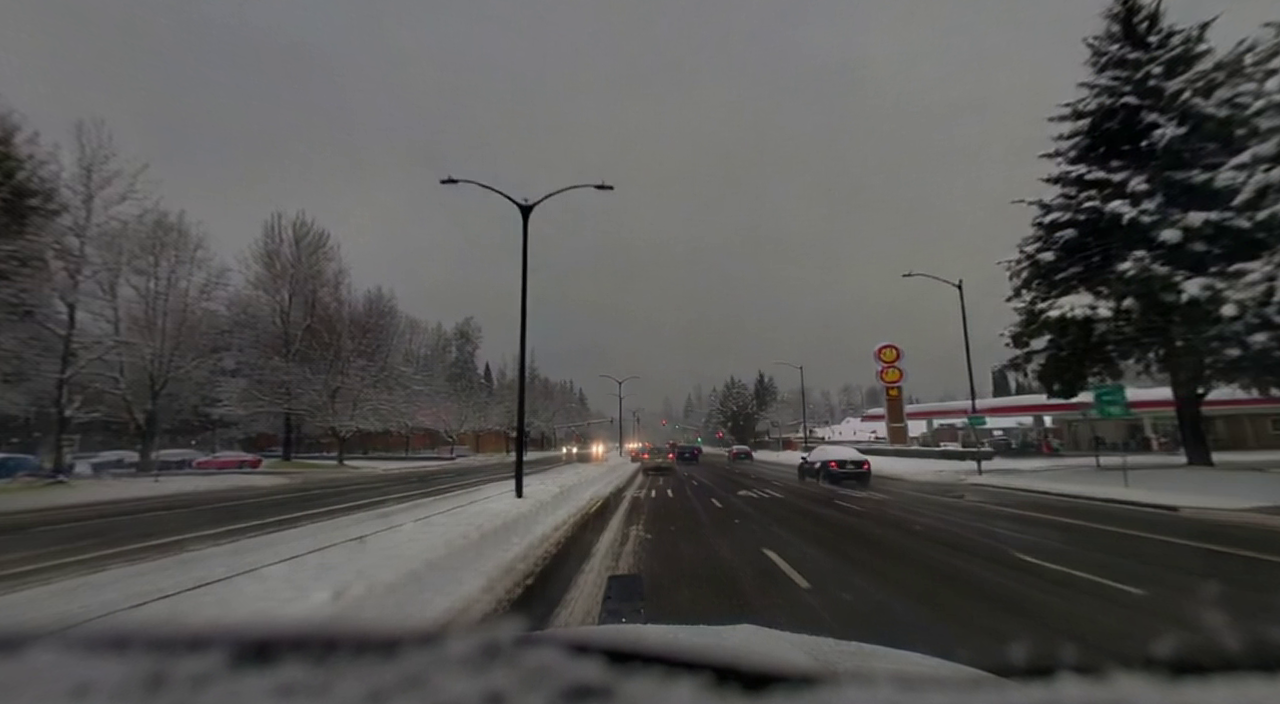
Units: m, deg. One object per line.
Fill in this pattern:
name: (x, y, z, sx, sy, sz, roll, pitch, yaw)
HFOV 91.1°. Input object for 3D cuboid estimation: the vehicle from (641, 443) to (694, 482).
vehicle: (1.063, 4.585, 26.338, 1.971, 1.479, 4.493, 0, -8, 0)

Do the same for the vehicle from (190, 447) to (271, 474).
vehicle: (-28.858, 7.622, 44.473, 2.011, 1.762, 5.267, 0, -8, 3)

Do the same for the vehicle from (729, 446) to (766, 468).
vehicle: (7.750, 7.540, 45.490, 1.930, 1.479, 4.477, 0, -8, 0)

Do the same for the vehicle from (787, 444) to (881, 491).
vehicle: (6.722, 4.023, 22.311, 1.918, 1.484, 4.456, 0, -8, 0)
